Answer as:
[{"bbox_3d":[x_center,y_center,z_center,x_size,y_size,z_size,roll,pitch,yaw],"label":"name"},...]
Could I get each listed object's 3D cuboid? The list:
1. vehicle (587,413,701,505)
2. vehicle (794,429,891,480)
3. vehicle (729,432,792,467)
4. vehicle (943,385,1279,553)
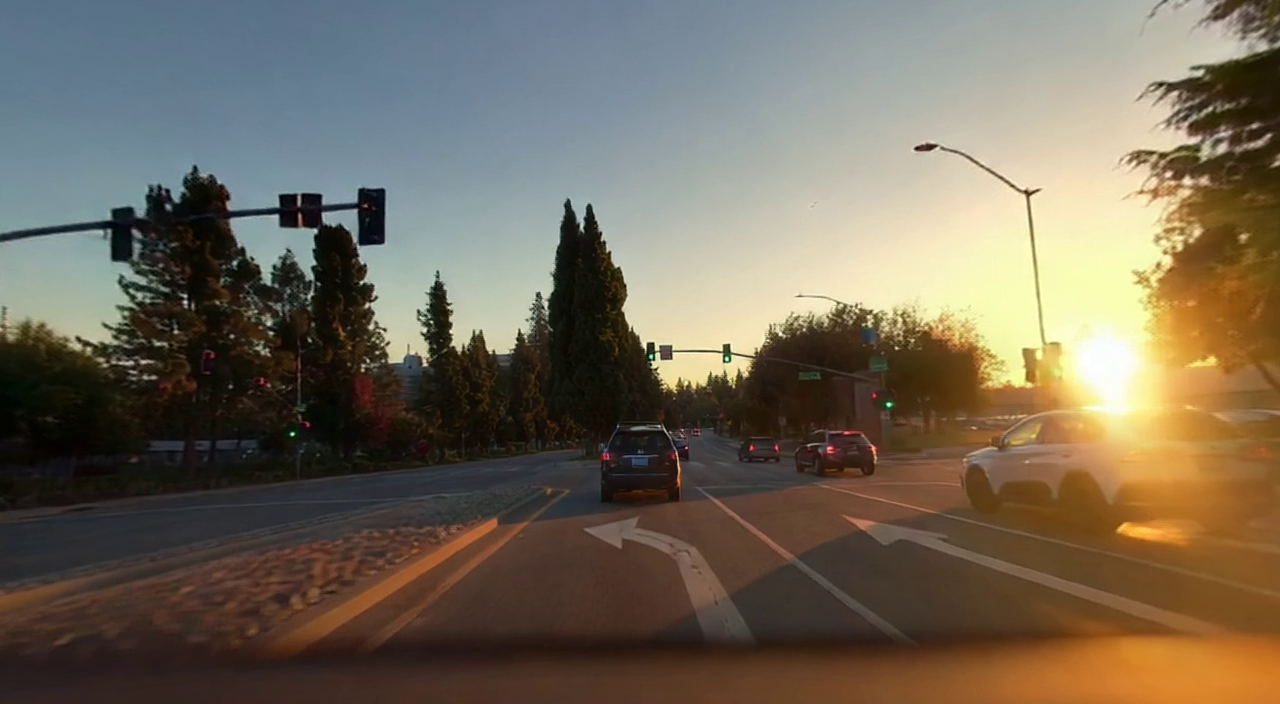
[{"bbox_3d":[0.037,2.510,15.163,2.353,1.894,4.122,0,-8,-1],"label":"vehicle"},{"bbox_3d":[7.090,3.622,22.613,2.025,1.642,4.189,0,-8,-1],"label":"vehicle"},{"bbox_3d":[6.702,5.490,35.685,2.440,1.775,4.791,0,-8,-2],"label":"vehicle"},{"bbox_3d":[7.148,1.698,9.795,2.251,1.873,5.346,0,-8,0],"label":"vehicle"}]
